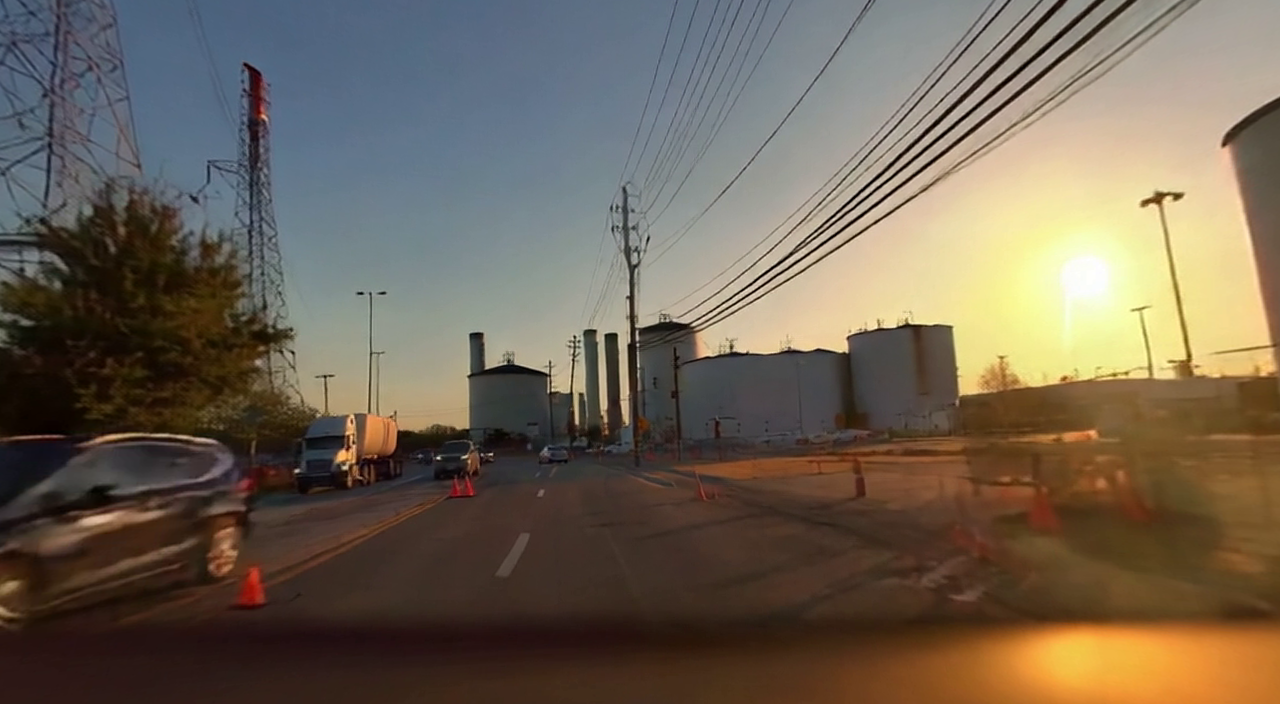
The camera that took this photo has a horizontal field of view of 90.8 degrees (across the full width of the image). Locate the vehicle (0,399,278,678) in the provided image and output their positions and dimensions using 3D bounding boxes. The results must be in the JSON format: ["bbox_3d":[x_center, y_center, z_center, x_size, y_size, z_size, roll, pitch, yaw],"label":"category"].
[{"bbox_3d":[-5.206,1.350,5.053,2.079,1.770,4.684,0,-9,-4],"label":"vehicle"}]

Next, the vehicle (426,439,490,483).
[{"bbox_3d":[-8.264,4.978,29.231,2.282,1.809,5.297,1,-9,-10],"label":"vehicle"}]

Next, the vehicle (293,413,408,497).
[{"bbox_3d":[-12.438,4.509,27.975,2.905,3.133,7.675,2,-9,-12],"label":"vehicle"}]
